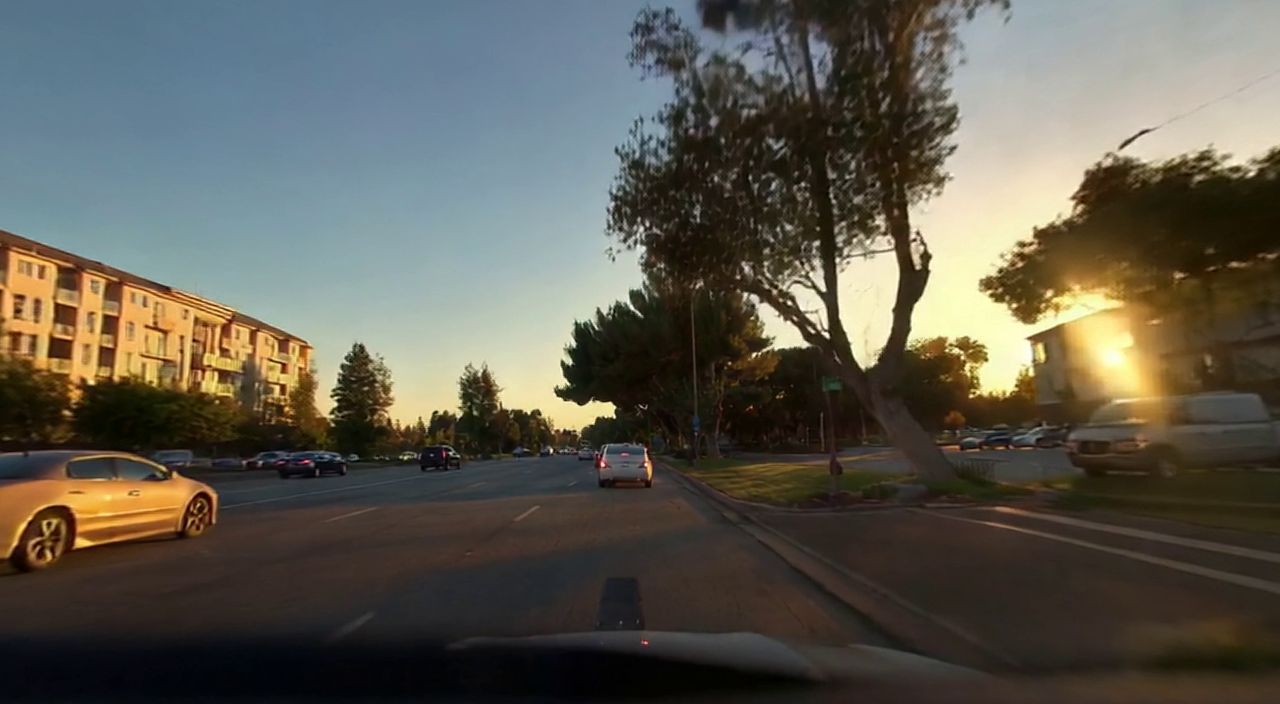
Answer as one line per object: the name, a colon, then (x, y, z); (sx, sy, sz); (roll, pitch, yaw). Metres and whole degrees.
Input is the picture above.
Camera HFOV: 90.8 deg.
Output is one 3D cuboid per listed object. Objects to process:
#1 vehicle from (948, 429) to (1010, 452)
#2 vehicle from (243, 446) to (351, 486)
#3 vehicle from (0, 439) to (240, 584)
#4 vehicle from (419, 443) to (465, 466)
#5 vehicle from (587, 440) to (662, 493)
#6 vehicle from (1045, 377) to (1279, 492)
vehicle: (24.783, 6.479, 46.246); (3.437, 1.408, 1.759); (-4, -9, -5)
vehicle: (-13.971, 4.650, 26.091); (2.024, 1.484, 4.592); (1, -9, -2)
vehicle: (-7.471, 1.848, 7.931); (1.906, 1.449, 4.576); (0, -9, -1)
vehicle: (-14.996, 7.782, 48.062); (2.064, 1.686, 4.380); (0, -9, 0)
vehicle: (-0.484, 3.570, 20.015); (2.099, 1.469, 4.389); (0, -9, -1)
vehicle: (12.576, 1.717, 14.021); (5.253, 2.014, 2.666); (-4, -8, -5)
